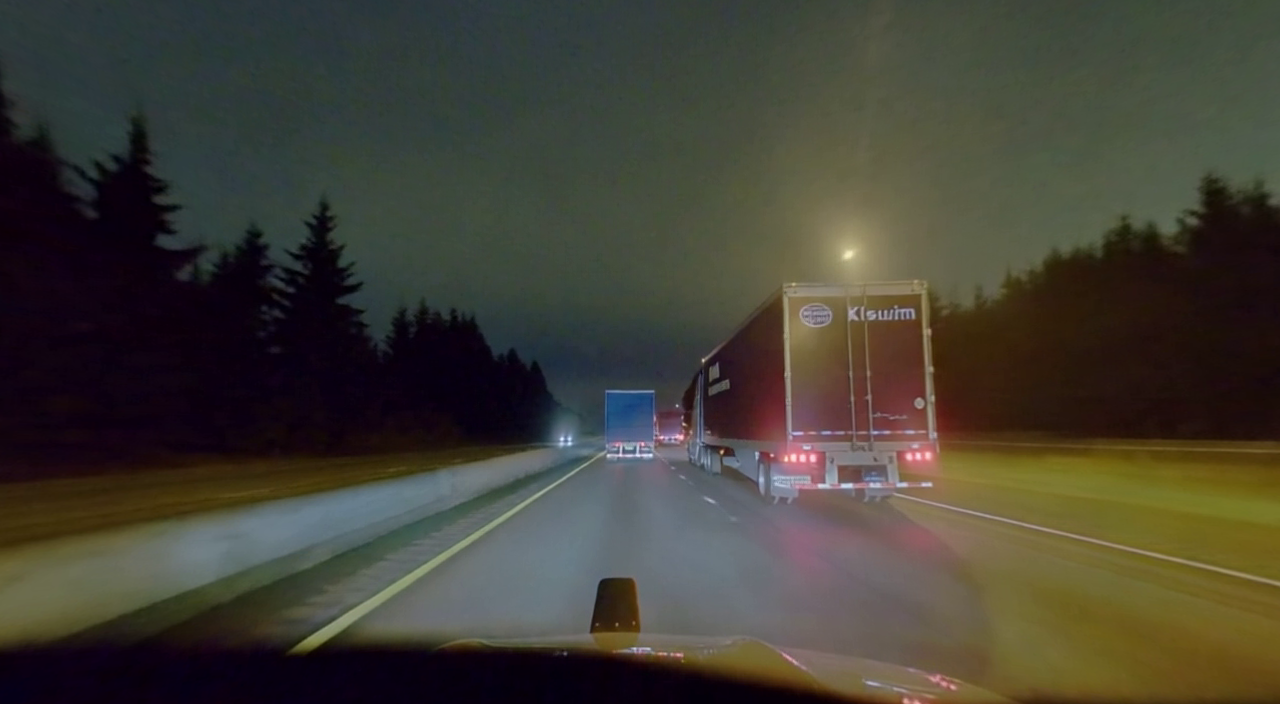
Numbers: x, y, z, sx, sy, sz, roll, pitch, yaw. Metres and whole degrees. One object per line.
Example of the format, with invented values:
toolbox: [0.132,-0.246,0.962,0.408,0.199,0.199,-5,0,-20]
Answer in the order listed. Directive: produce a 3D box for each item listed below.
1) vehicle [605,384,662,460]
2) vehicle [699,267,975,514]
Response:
vehicle: [-0.385,4.322,37.936,2.958,3.917,10.196,0,-8,-1]
vehicle: [3.949,1.568,17.794,2.856,4.145,14.500,0,-8,-1]
